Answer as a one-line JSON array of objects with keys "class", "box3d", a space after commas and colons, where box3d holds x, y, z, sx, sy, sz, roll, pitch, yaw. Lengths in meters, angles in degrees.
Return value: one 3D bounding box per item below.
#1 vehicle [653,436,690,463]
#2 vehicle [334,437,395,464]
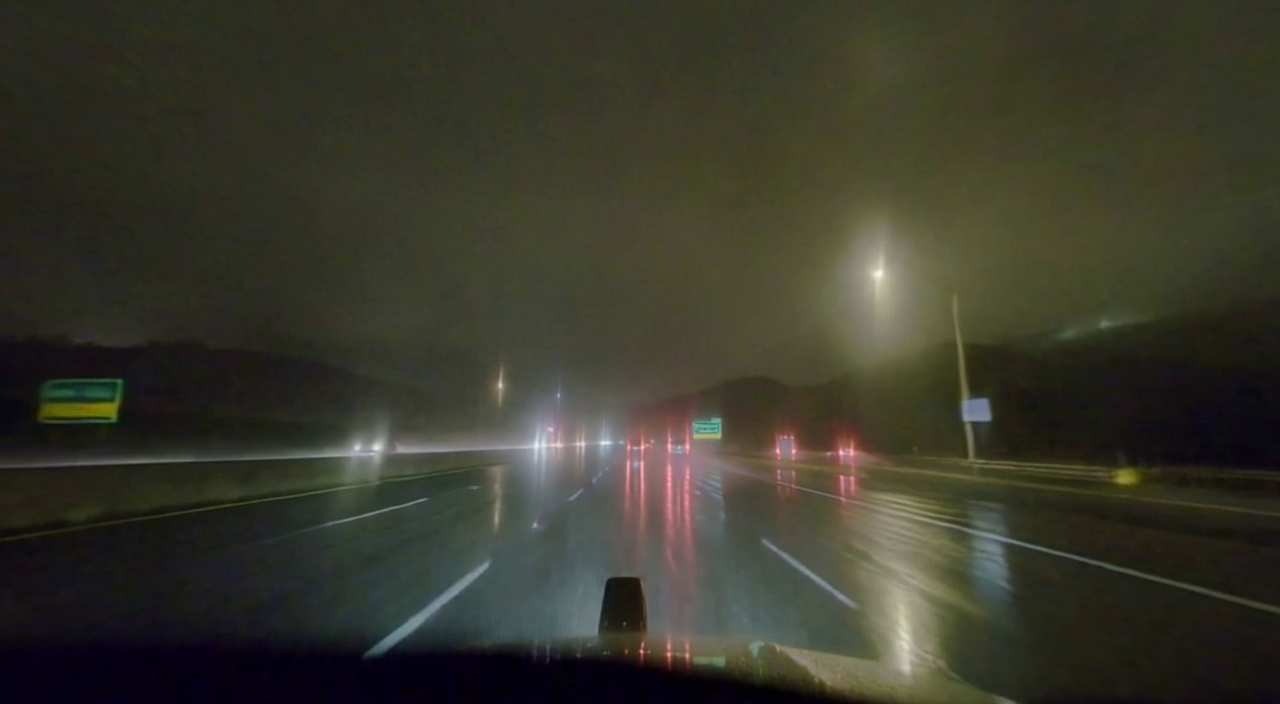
[{"class": "vehicle", "box3d": [2.391, 7.568, 49.145, 2.431, 1.916, 4.808, 0, -8, -2]}, {"class": "vehicle", "box3d": [-17.560, 6.294, 40.421, 1.949, 1.650, 4.483, 0, -8, -1]}]
